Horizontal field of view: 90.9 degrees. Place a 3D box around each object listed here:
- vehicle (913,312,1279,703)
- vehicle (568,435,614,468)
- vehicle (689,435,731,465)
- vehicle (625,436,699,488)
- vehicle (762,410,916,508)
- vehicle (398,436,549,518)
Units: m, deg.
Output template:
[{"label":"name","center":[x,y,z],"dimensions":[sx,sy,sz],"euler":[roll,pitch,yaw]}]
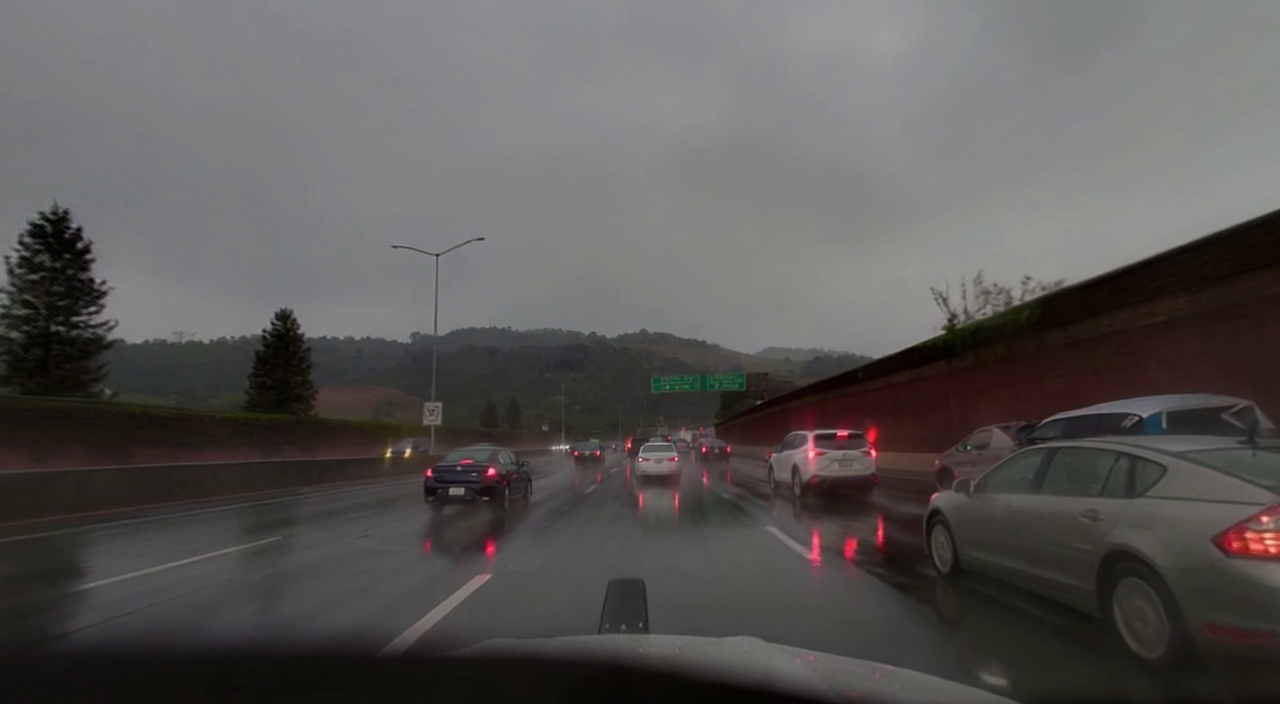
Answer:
[{"label":"vehicle","center":[3.759,0.961,4.187],"dimensions":[1.930,1.831,4.344],"euler":[0,-8,0]},{"label":"vehicle","center":[-2.784,5.761,36.836],"dimensions":[2.154,1.793,4.736],"euler":[0,-8,2]},{"label":"vehicle","center":[3.817,5.440,35.144],"dimensions":[1.855,1.513,3.915],"euler":[0,-8,0]},{"label":"vehicle","center":[0.620,3.452,20.127],"dimensions":[2.105,1.471,3.978],"euler":[0,-8,0]},{"label":"vehicle","center":[4.289,2.400,14.484],"dimensions":[1.970,1.872,4.575],"euler":[0,-8,-1]},{"label":"vehicle","center":[-3.293,2.558,13.509],"dimensions":[1.961,1.456,4.362],"euler":[0,-8,1]}]
